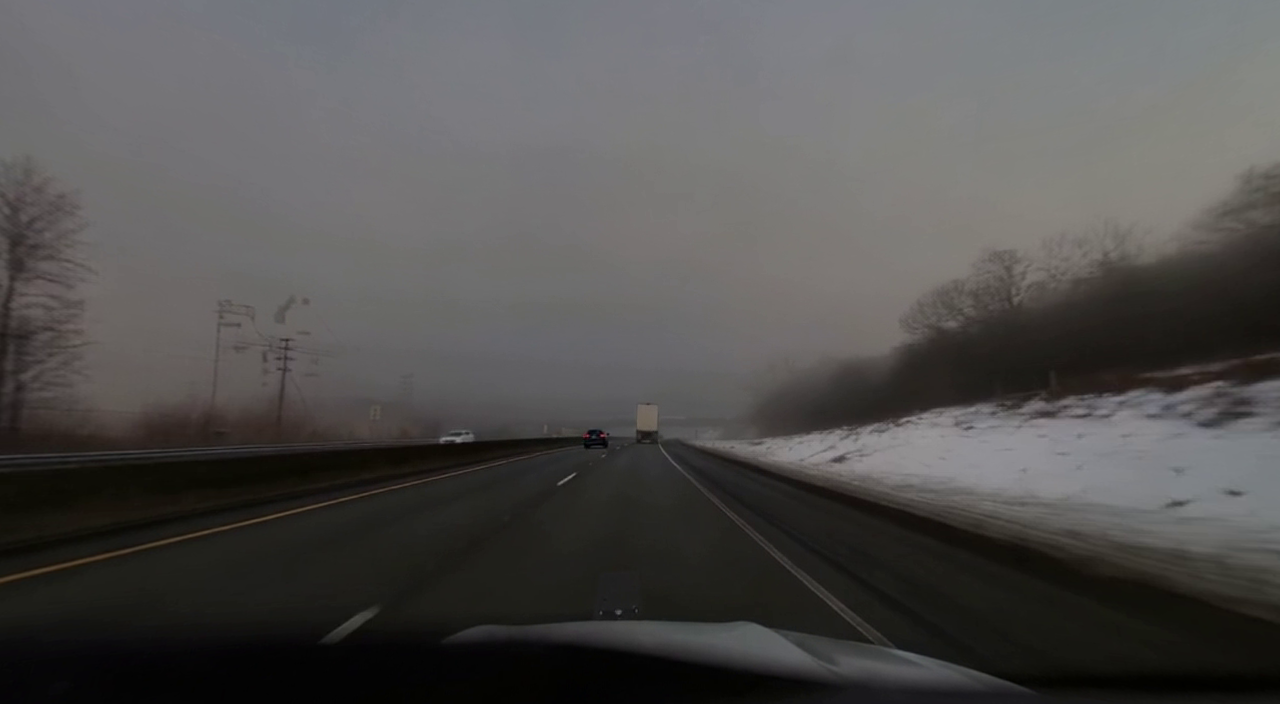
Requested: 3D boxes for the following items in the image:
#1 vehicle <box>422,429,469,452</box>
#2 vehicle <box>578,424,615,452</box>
[{"bbox_3d":[-13.654,6.235,44.446,1.904,1.578,4.194,0,-7,1],"label":"vehicle"},{"bbox_3d":[-2.724,5.485,40.193,2.018,1.678,4.312,0,-8,1],"label":"vehicle"}]
